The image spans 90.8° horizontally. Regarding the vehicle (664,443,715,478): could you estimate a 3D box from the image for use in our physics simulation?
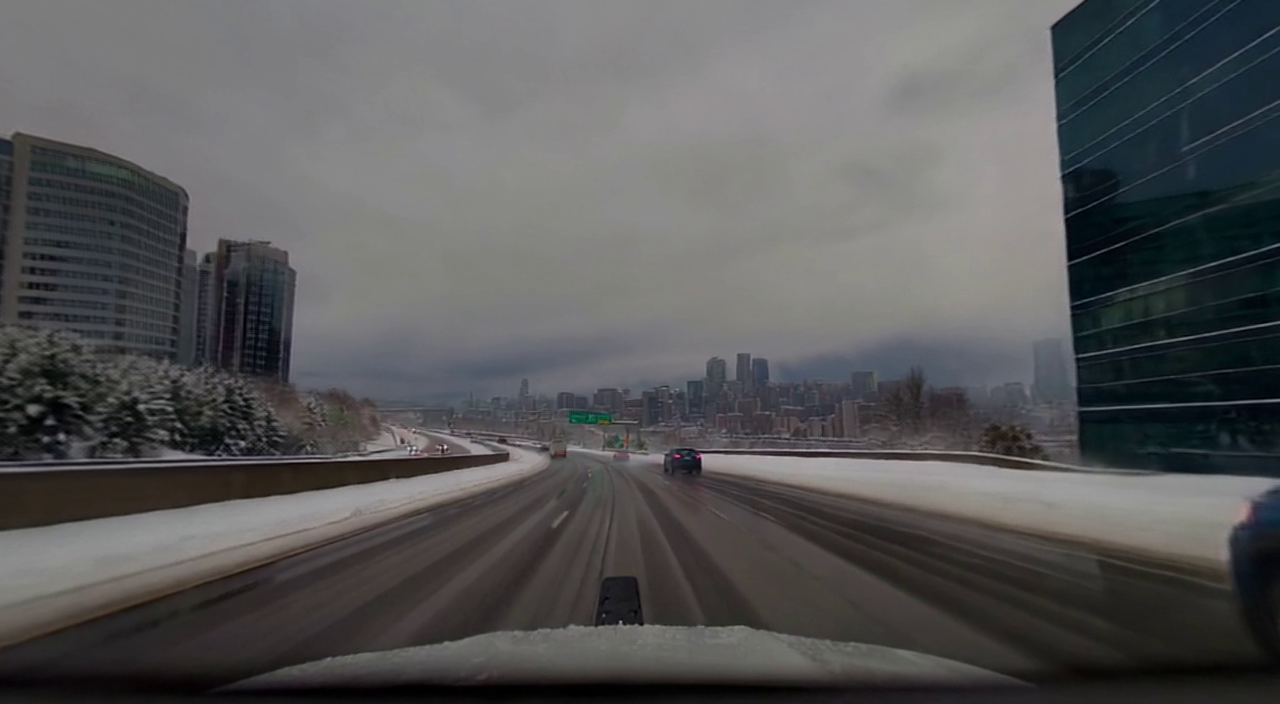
[{"bbox_3d":[2.653,5.966,35.156,2.110,1.780,4.682,0,-8,-5],"label":"vehicle"}]
